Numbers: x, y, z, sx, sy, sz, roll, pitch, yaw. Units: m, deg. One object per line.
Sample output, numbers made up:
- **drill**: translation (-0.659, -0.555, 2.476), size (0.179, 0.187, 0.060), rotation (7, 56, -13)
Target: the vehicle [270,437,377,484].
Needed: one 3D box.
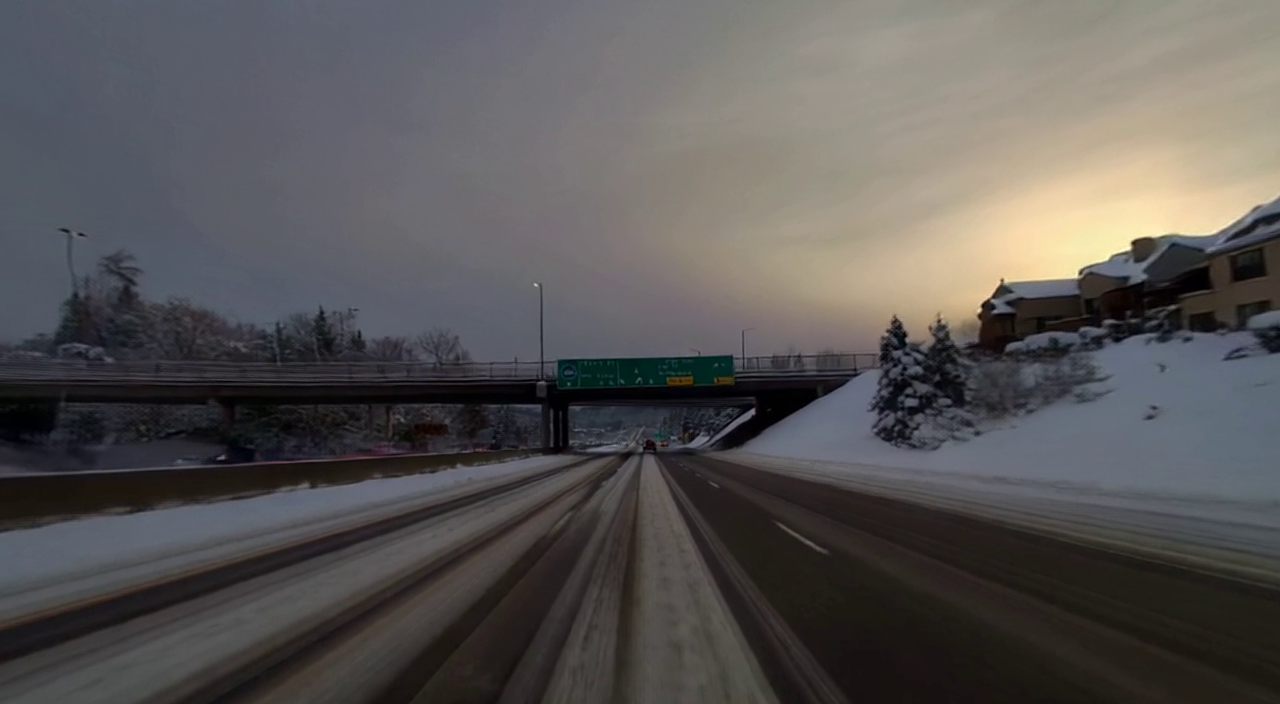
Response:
- **vehicle**: translation (-11.235, 3.860, 22.693), size (1.793, 1.529, 3.761), rotation (0, -8, 2)
